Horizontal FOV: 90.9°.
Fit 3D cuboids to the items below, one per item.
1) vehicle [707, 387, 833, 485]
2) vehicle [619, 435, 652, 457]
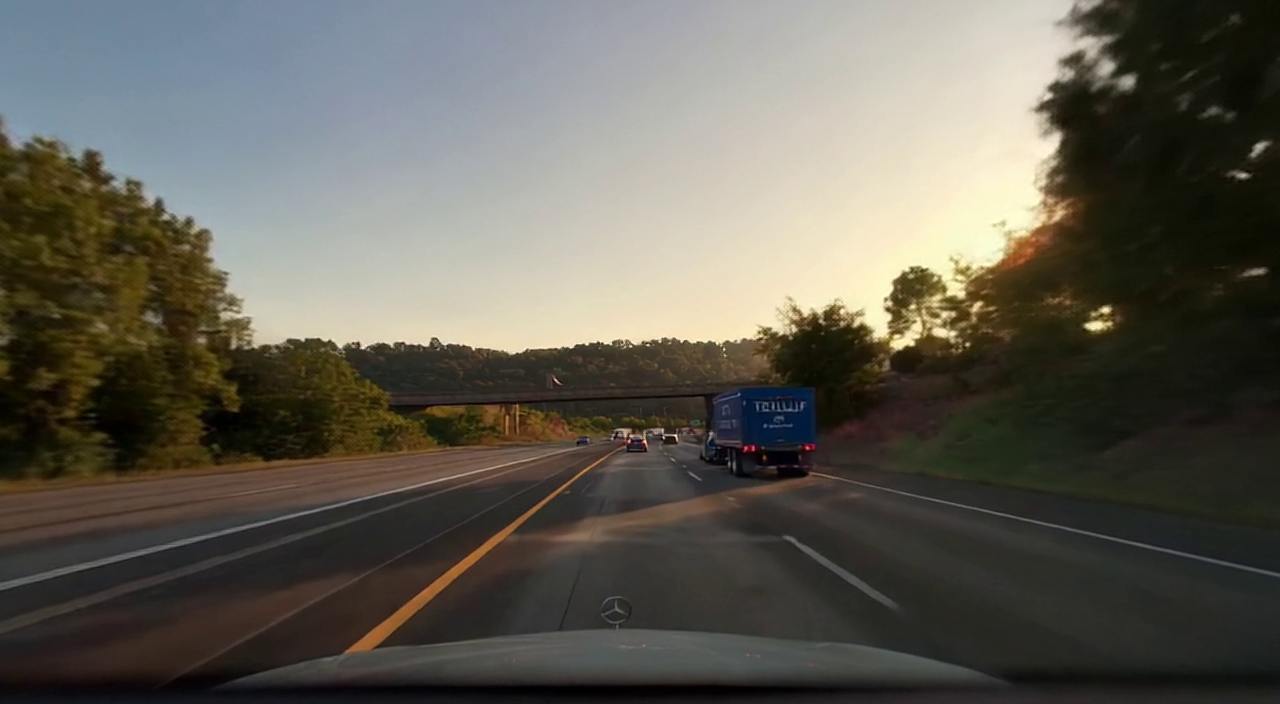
[{"bbox_3d":[4.003,2.779,21.053,2.715,2.746,6.550,0,-7,-1],"label":"vehicle"},{"bbox_3d":[-0.285,6.058,40.645,1.996,1.325,4.029,0,-7,0],"label":"vehicle"}]
